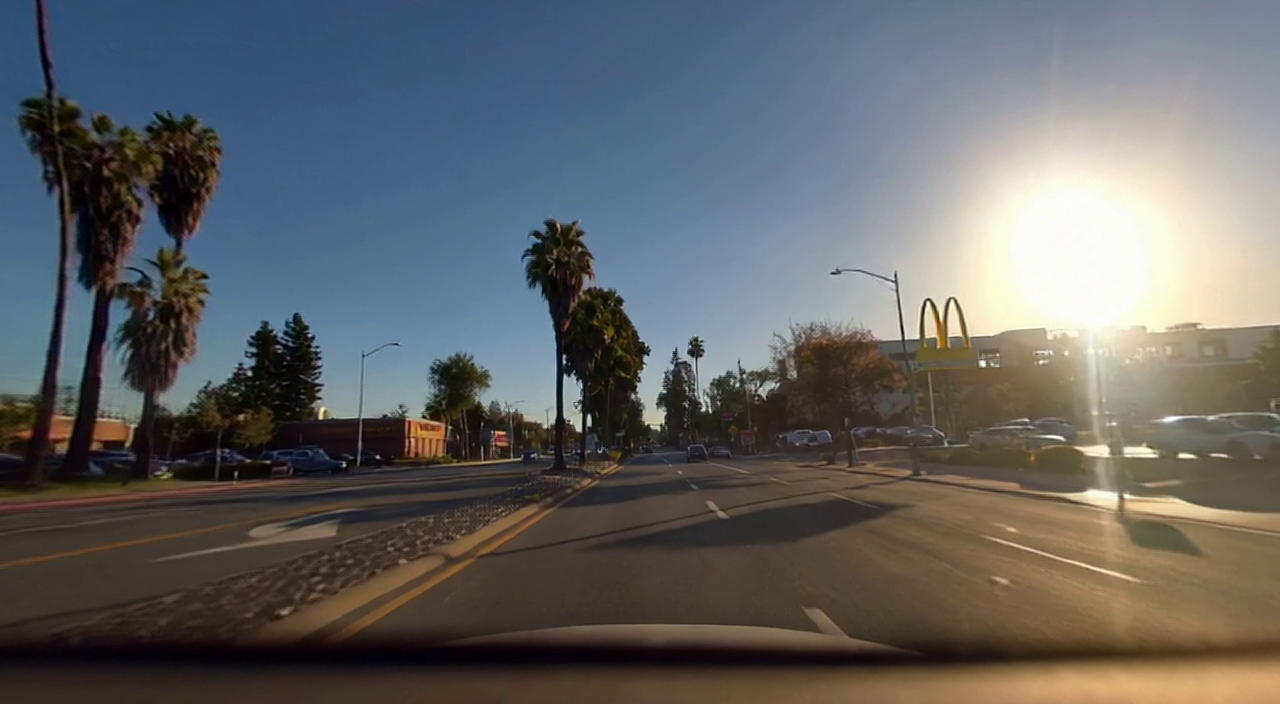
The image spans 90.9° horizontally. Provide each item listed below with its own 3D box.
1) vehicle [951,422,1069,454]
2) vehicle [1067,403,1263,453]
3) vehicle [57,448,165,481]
[{"bbox_3d":[18.654,4.353,31.945,4.691,1.545,1.900,-1,-8,4],"label":"vehicle"},{"bbox_3d":[19.228,2.855,23.333,5.123,1.730,2.183,-1,-8,3],"label":"vehicle"},{"bbox_3d":[-27.864,5.901,33.408,2.067,1.563,4.043,-1,-8,4],"label":"vehicle"}]
